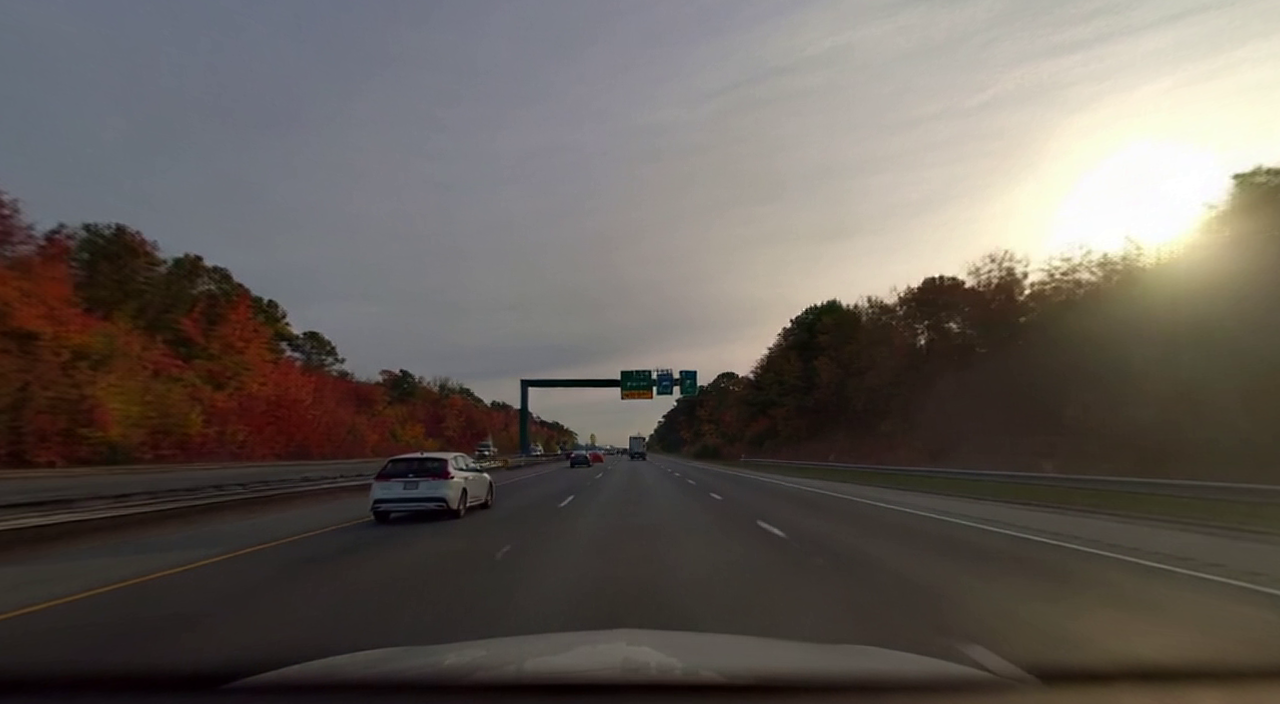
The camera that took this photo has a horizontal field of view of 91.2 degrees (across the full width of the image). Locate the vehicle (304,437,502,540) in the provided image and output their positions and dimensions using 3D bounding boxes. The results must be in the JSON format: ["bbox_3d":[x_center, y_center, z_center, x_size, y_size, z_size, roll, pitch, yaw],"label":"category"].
[{"bbox_3d":[-4.035,2.387,11.565,2.071,1.525,4.058,0,-9,0],"label":"vehicle"}]
